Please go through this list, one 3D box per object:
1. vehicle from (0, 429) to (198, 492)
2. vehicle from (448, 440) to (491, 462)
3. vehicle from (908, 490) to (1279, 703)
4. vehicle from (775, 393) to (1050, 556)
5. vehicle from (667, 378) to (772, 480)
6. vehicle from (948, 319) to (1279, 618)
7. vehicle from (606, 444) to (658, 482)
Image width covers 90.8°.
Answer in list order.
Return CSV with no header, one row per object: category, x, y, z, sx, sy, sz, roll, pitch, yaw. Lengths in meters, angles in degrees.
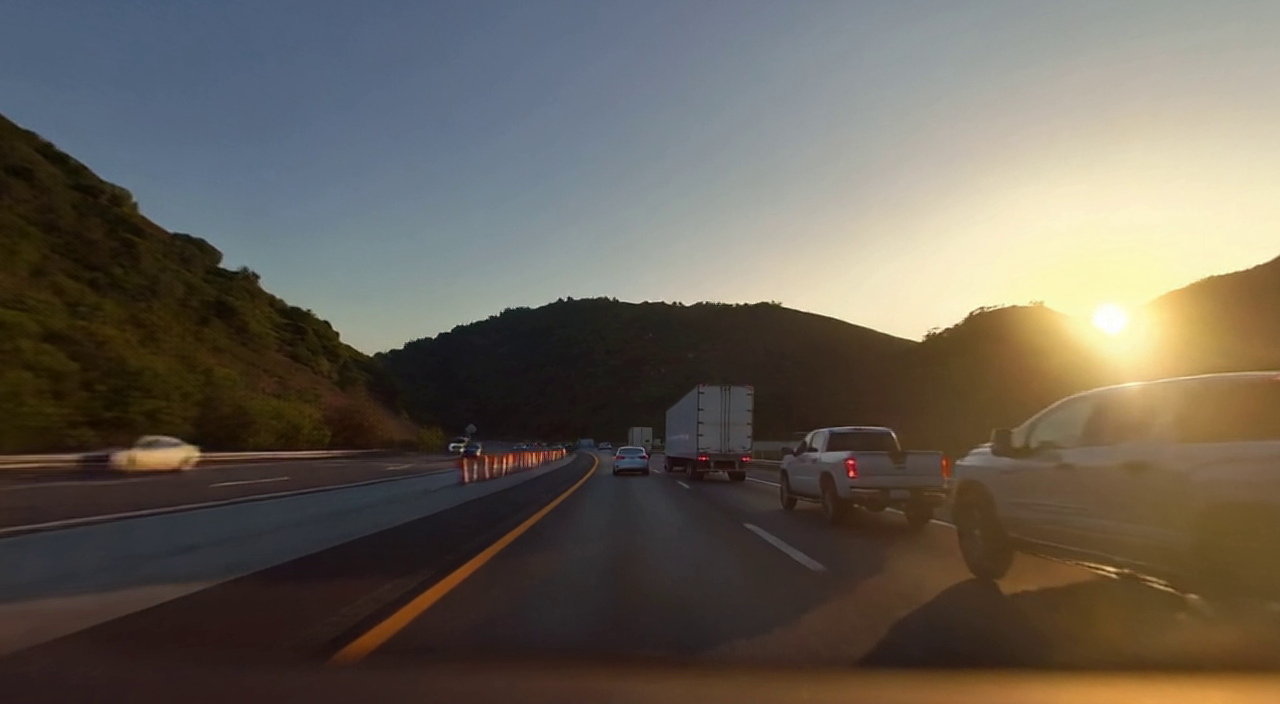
vehicle,-14.988,3.033,17.822,1.984,1.558,4.164,0,-9,-1
vehicle,-12.396,7.217,45.993,2.149,1.455,3.690,0,-9,-1
vehicle,4.072,1.599,4.301,2.129,0.956,5.390,0,-9,0
vehicle,3.884,1.895,10.365,2.034,1.968,5.221,0,-9,-2
vehicle,3.504,4.207,32.672,2.911,4.099,14.578,0,-9,-2
vehicle,4.094,0.744,4.191,1.873,1.465,4.264,0,-9,-1
vehicle,-0.382,4.636,26.541,2.029,1.437,3.794,0,-9,-2
